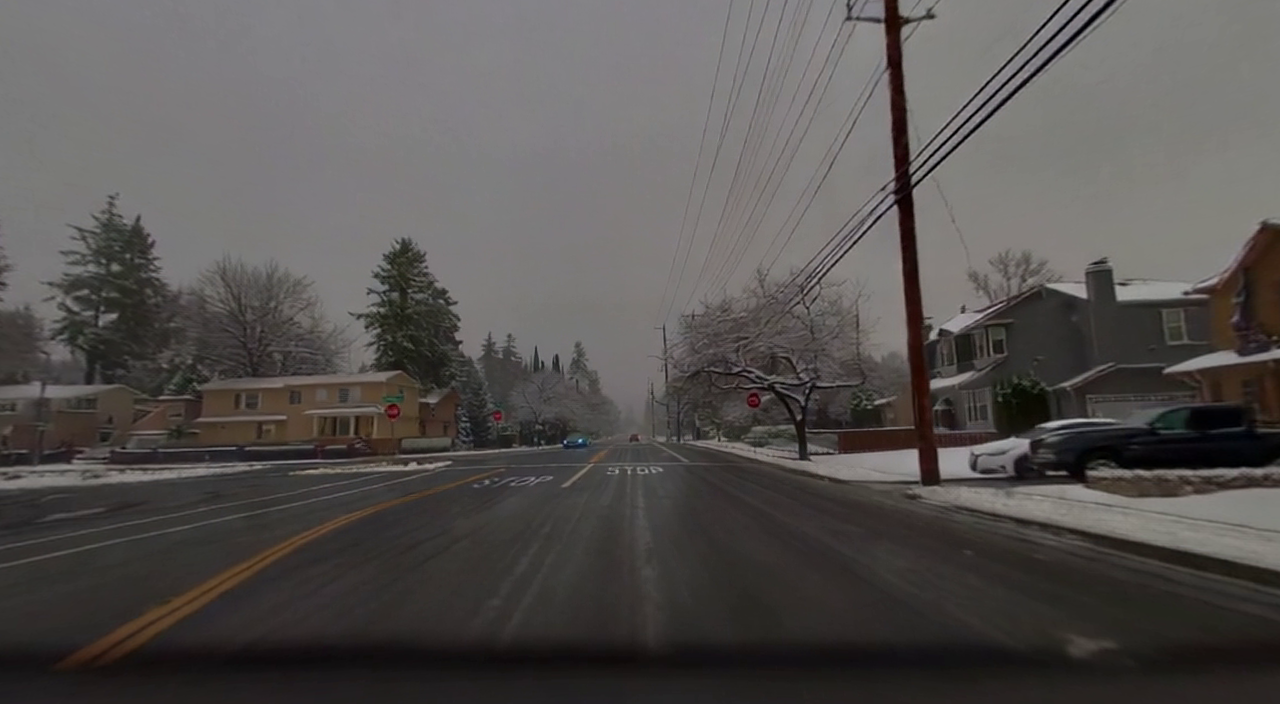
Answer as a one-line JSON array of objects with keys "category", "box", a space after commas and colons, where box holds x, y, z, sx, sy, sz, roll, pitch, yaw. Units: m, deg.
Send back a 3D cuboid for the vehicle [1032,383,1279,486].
[{"category": "vehicle", "box": [10.700, 1.622, 12.334, 4.544, 1.807, 2.204, -1, -8, 3]}]
